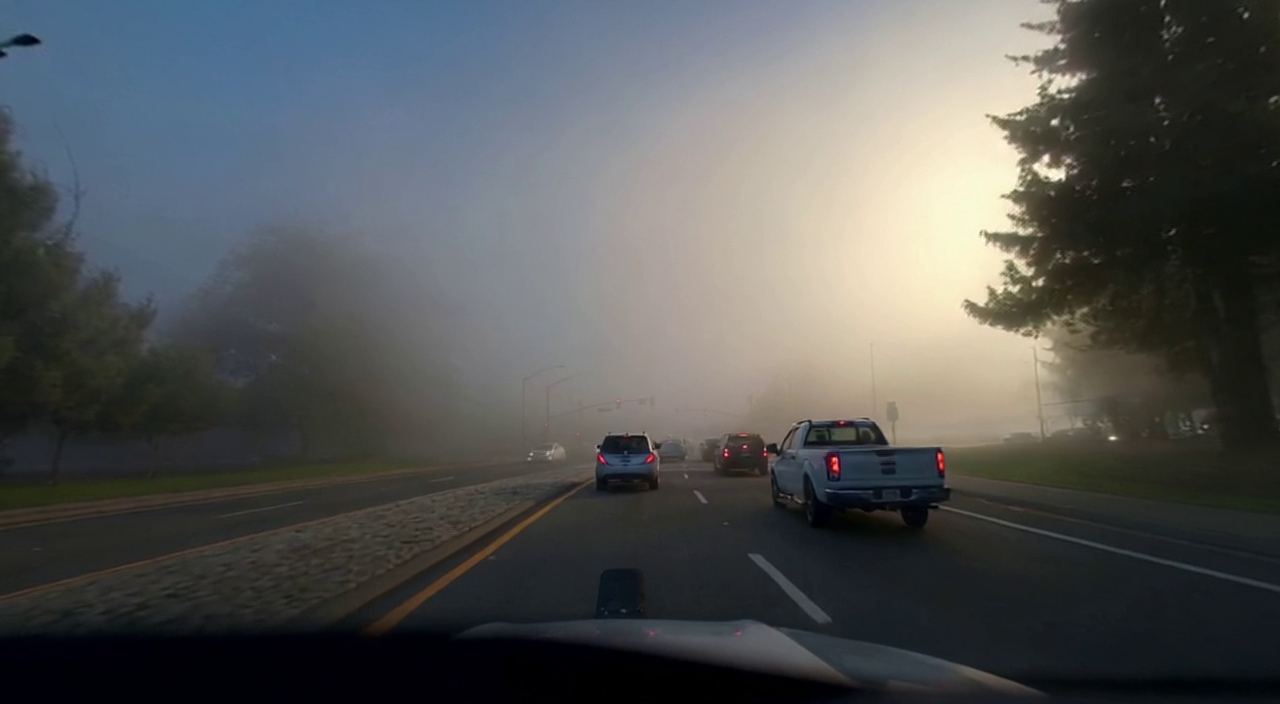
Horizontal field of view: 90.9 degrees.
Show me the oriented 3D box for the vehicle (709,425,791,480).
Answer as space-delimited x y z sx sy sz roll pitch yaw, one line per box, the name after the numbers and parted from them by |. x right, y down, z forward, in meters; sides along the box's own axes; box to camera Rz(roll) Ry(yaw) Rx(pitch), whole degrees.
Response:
4.032 3.838 24.367 2.317 1.857 5.940 0 -8 2 | vehicle

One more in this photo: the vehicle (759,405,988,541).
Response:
3.493 1.917 10.627 2.114 1.765 4.647 0 -8 1 | vehicle

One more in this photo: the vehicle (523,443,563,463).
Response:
-7.582 7.930 49.745 1.953 1.476 4.747 -1 -8 6 | vehicle

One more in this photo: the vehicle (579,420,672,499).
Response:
-0.237 2.746 16.451 2.113 1.768 3.901 0 -8 3 | vehicle
